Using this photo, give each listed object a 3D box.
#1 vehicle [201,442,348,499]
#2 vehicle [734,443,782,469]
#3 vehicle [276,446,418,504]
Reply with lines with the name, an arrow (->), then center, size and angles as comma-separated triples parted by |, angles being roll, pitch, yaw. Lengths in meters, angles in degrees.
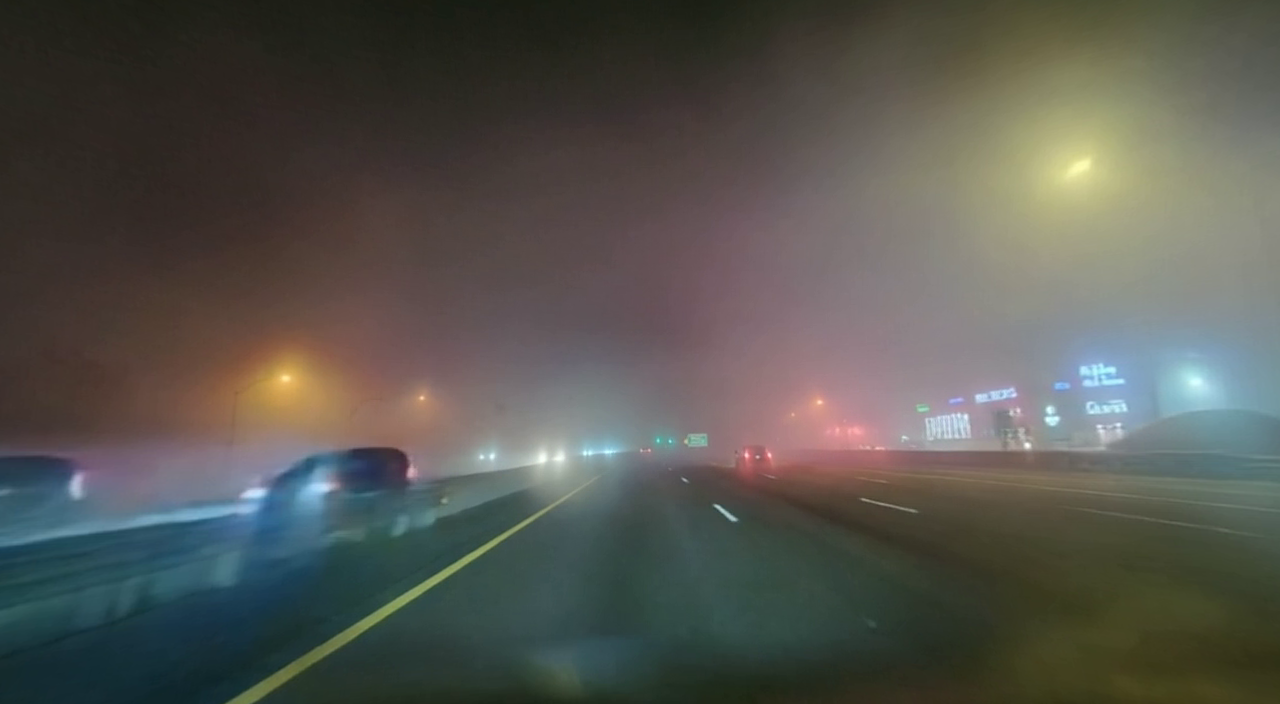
vehicle -> -12.383, 4.003, 21.749 | 2.058, 1.748, 4.841 | 0, -8, 2
vehicle -> 7.496, 6.669, 40.537 | 2.079, 1.518, 5.032 | 0, -8, -1
vehicle -> -8.595, 3.610, 18.983 | 1.942, 1.483, 4.649 | 0, -8, 2
